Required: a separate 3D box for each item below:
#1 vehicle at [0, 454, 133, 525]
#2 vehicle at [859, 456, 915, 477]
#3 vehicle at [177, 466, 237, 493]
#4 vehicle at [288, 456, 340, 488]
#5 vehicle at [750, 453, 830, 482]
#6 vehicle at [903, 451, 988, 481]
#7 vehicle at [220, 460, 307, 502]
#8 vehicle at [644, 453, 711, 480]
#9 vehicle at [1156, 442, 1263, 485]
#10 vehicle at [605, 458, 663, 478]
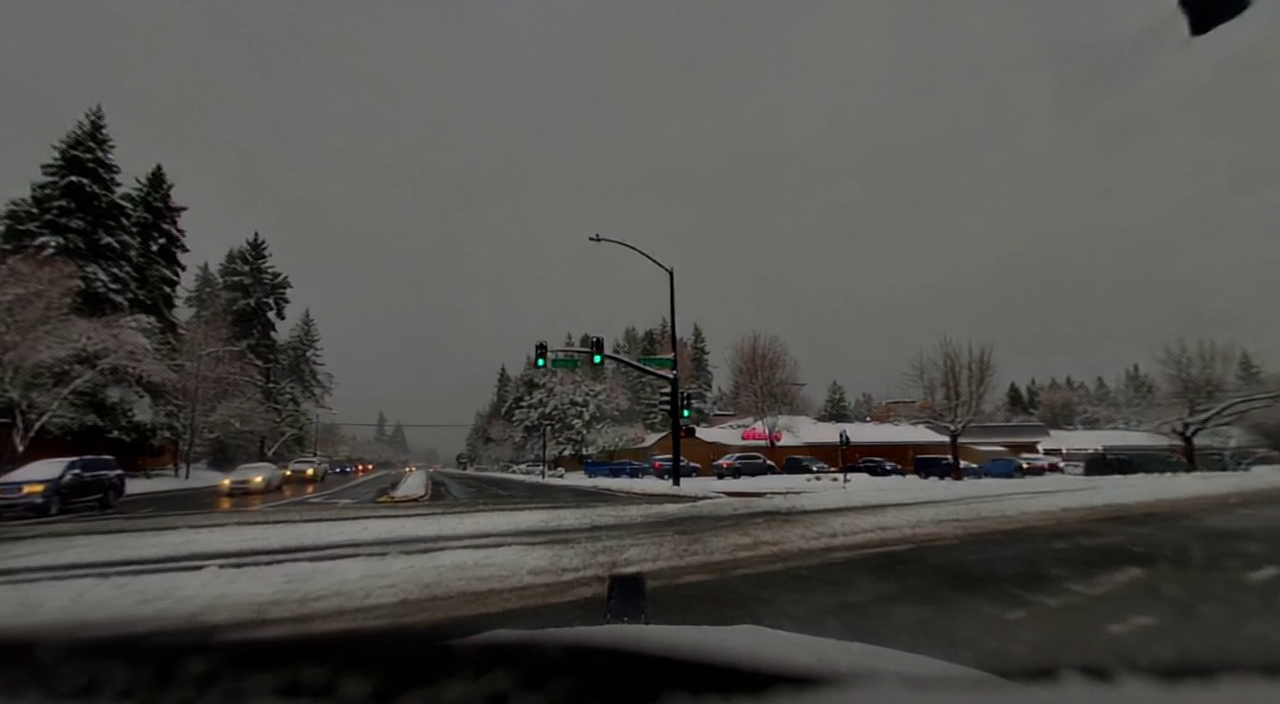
[{"bbox_3d":[-17.717,3.978,18.748,2.124,1.793,4.709,2,-9,-13],"label":"vehicle"},{"bbox_3d":[18.735,8.673,47.730,4.324,1.437,1.865,6,-11,-35],"label":"vehicle"},{"bbox_3d":[-28.000,8.252,40.896,1.842,1.474,4.712,3,-9,-18],"label":"vehicle"},{"bbox_3d":[-20.747,7.618,40.343,2.049,1.817,5.292,3,-9,-18],"label":"vehicle"},{"bbox_3d":[9.303,7.123,39.082,4.375,1.685,2.045,3,-9,-20],"label":"vehicle"},{"bbox_3d":[18.490,6.862,38.144,4.530,1.696,1.979,3,-9,-22],"label":"vehicle"},{"bbox_3d":[-15.915,5.432,26.929,1.961,1.492,4.702,2,-9,-16],"label":"vehicle"},{"bbox_3d":[2.699,8.120,44.996,4.669,1.770,1.896,6,-11,-37],"label":"vehicle"},{"bbox_3d":[26.935,5.208,29.790,4.781,1.849,2.355,5,-10,-32],"label":"vehicle"},{"bbox_3d":[-0.477,9.119,49.603,4.257,1.474,1.751,4,-10,-27],"label":"vehicle"}]
